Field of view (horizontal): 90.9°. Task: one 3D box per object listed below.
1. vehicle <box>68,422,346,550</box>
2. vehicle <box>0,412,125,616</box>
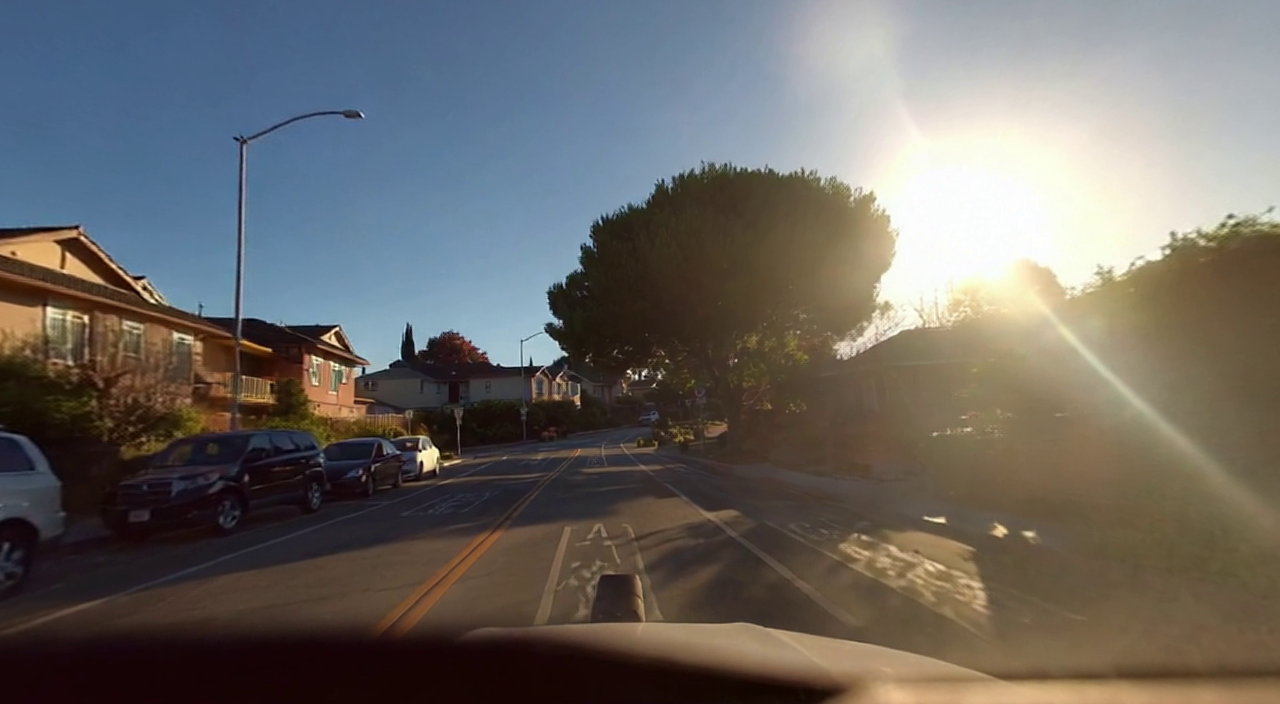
[{"bbox_3d":[-7.099,2.166,11.092,1.865,1.750,4.507,0,-8,-3],"label":"vehicle"},{"bbox_3d":[-6.643,1.327,4.763,2.147,1.780,4.165,0,-8,-5],"label":"vehicle"}]
